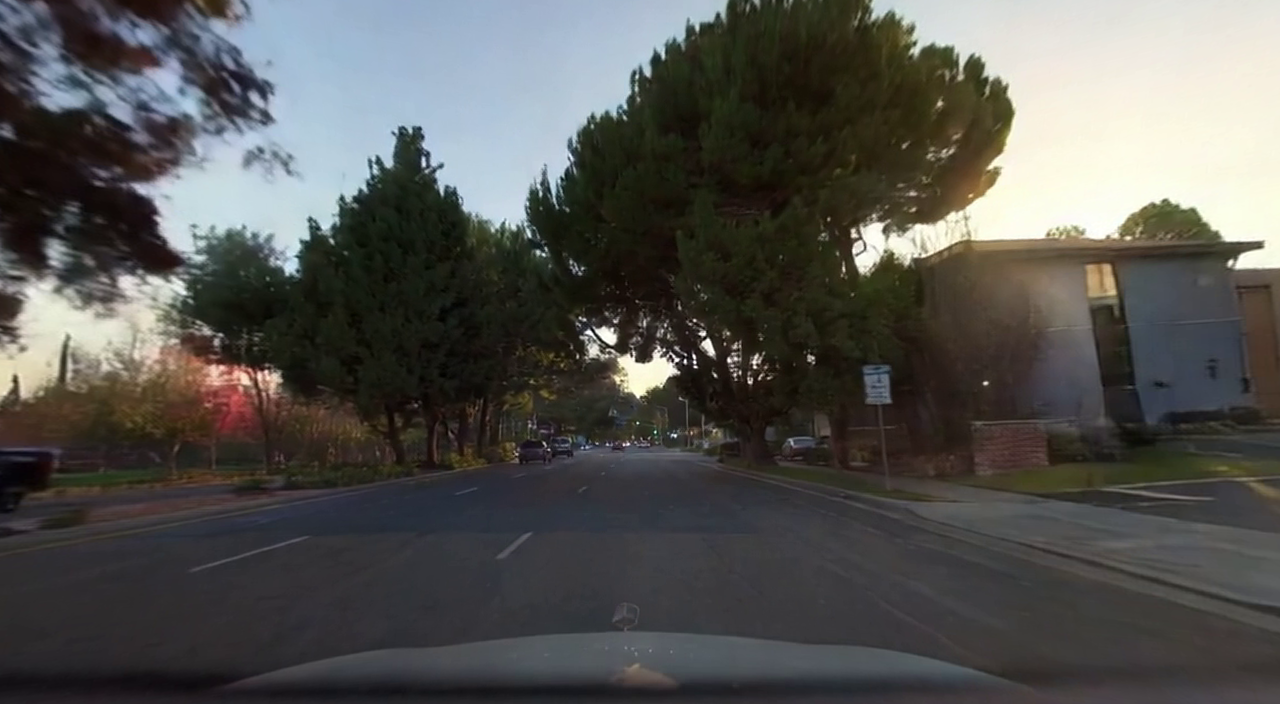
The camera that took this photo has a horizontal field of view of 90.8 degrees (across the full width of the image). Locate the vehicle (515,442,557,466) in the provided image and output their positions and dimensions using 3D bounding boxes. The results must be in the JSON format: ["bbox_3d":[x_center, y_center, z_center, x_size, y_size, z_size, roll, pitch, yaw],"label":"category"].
[{"bbox_3d":[-6.731,6.646,41.229,1.970,1.456,4.441,0,-9,0],"label":"vehicle"}]
